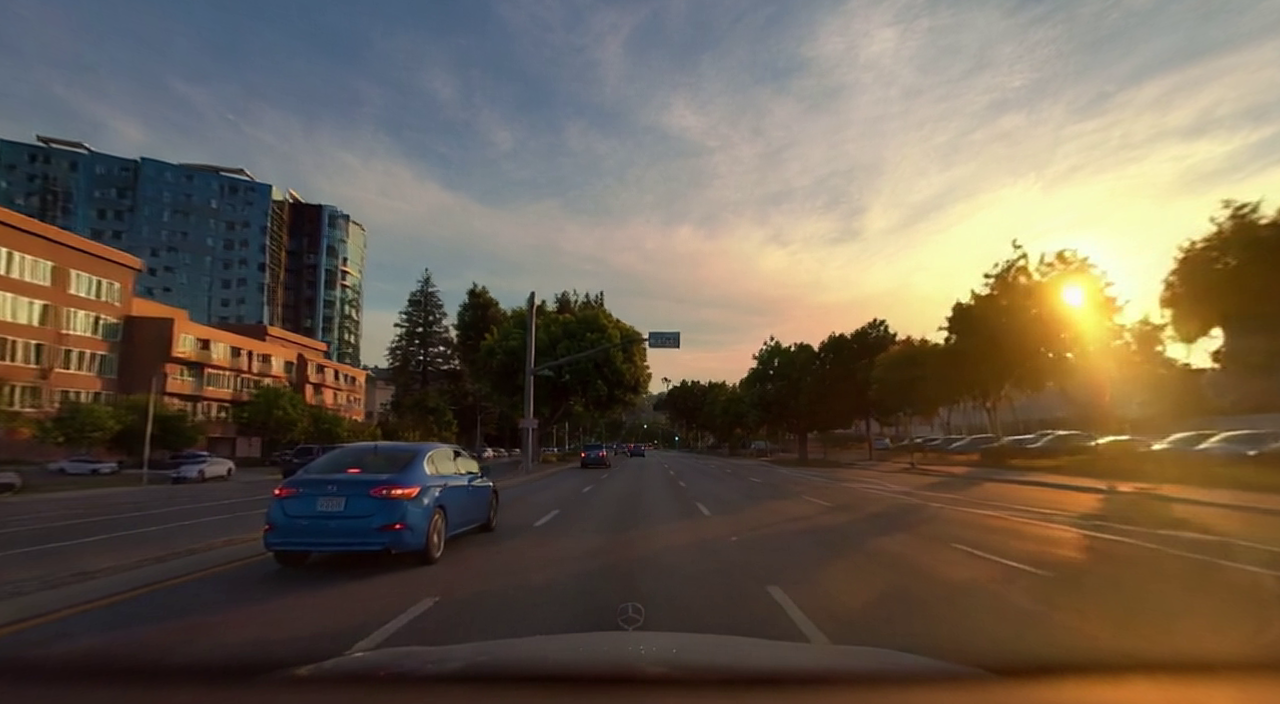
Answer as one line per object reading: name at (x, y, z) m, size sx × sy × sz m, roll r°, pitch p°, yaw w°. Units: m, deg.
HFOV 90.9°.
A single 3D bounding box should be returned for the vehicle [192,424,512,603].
vehicle at (-3.230, 1.862, 8.278) m, size 2.009 × 1.489 × 4.543 m, roll -5°, pitch -8°, yaw 1°
